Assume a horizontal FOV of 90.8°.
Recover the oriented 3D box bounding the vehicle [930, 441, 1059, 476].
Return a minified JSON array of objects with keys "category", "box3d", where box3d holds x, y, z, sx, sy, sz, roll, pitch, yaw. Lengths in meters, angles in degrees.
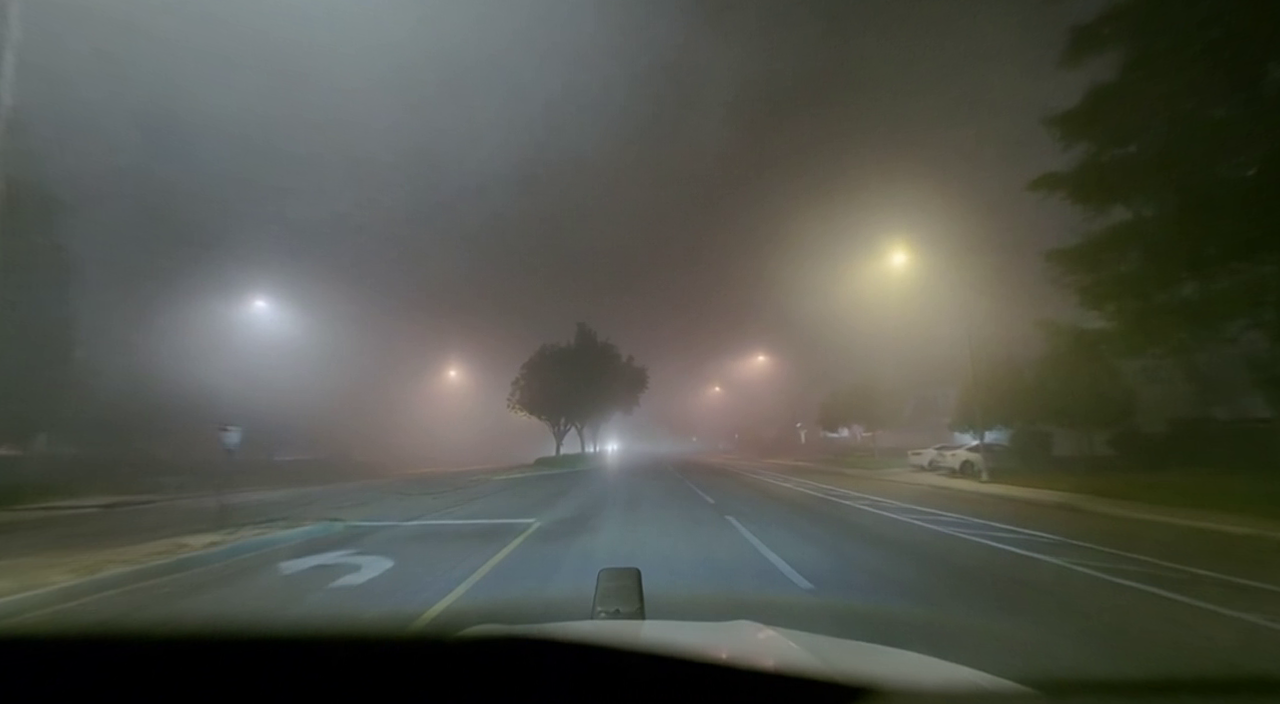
[{"category":"vehicle","box3d":[15.892,4.800,28.526,4.592,1.472,2.009,0,-9,-1]}]
